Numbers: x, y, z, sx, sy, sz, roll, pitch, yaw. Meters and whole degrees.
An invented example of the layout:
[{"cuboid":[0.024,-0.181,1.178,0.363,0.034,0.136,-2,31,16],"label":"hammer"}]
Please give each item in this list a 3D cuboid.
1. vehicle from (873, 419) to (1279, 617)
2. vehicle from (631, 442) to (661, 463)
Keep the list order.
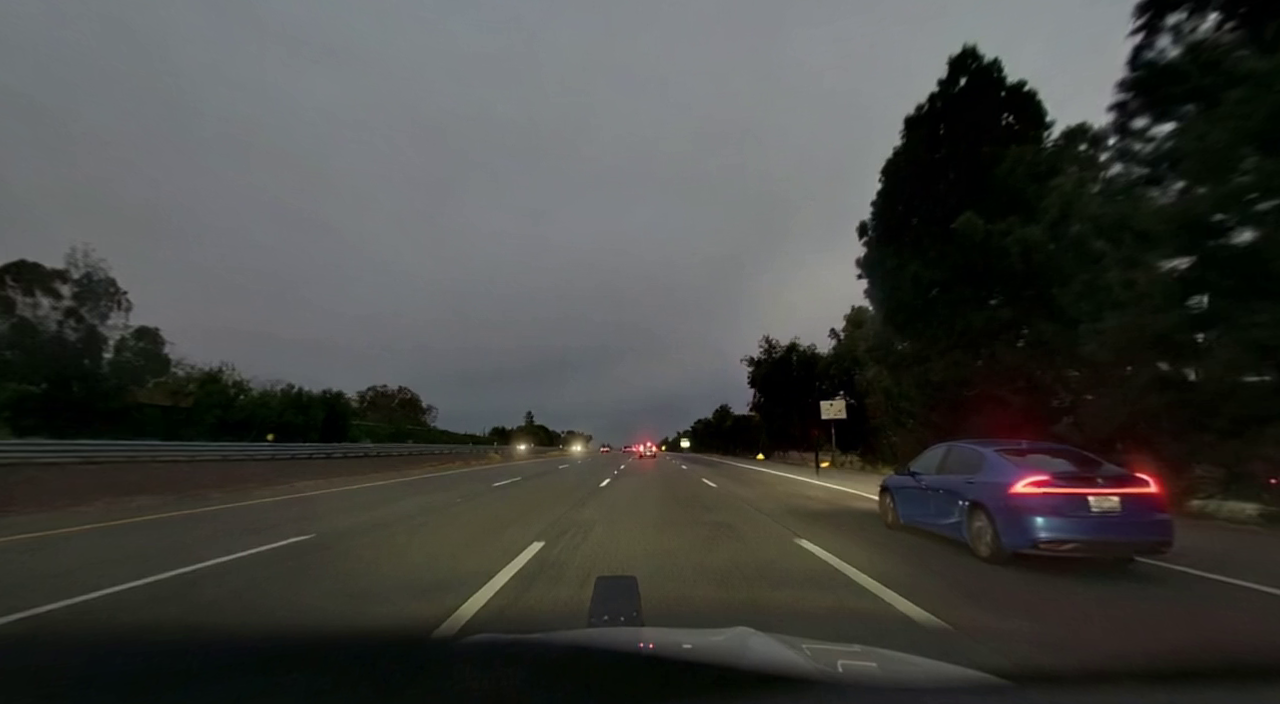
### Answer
[{"cuboid":[4.599,1.635,7.253,2.008,1.524,4.598,0,-8,0],"label":"vehicle"},{"cuboid":[0.420,7.244,45.571,2.052,1.449,3.857,0,-8,0],"label":"vehicle"}]
